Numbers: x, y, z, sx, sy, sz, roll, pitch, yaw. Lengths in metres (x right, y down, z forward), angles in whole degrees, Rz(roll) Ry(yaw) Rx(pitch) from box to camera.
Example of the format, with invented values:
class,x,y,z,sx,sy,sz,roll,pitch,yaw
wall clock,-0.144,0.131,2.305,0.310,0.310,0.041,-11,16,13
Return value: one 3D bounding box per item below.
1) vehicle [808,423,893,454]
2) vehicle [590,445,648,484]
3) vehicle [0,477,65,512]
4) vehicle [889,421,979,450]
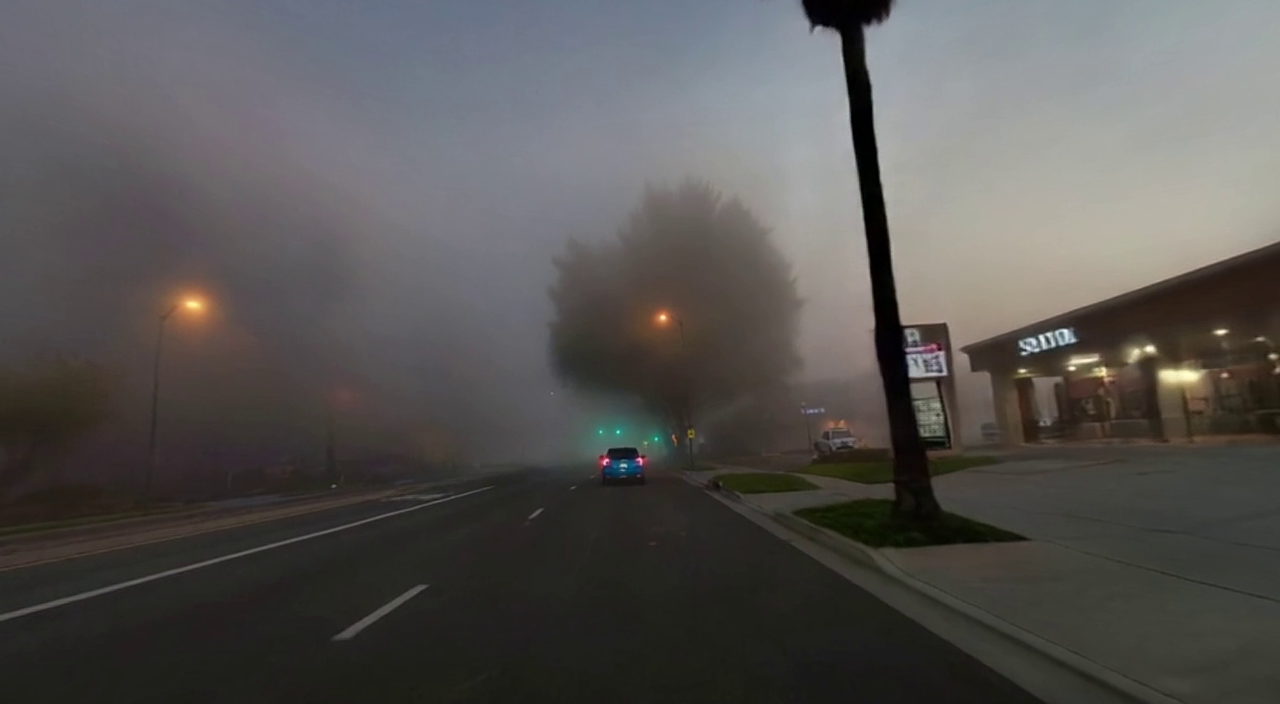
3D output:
class,x,y,z,sx,sy,sz,roll,pitch,yaw
vehicle,12.456,5.223,37.687,1.873,1.657,4.557,5,-11,-31
vehicle,-0.848,4.557,26.016,2.156,1.462,4.495,0,-8,-1
vehicle,-32.681,7.602,33.940,1.791,1.511,4.030,5,-10,-31
vehicle,17.682,5.062,38.217,1.856,1.665,4.574,5,-10,-32
